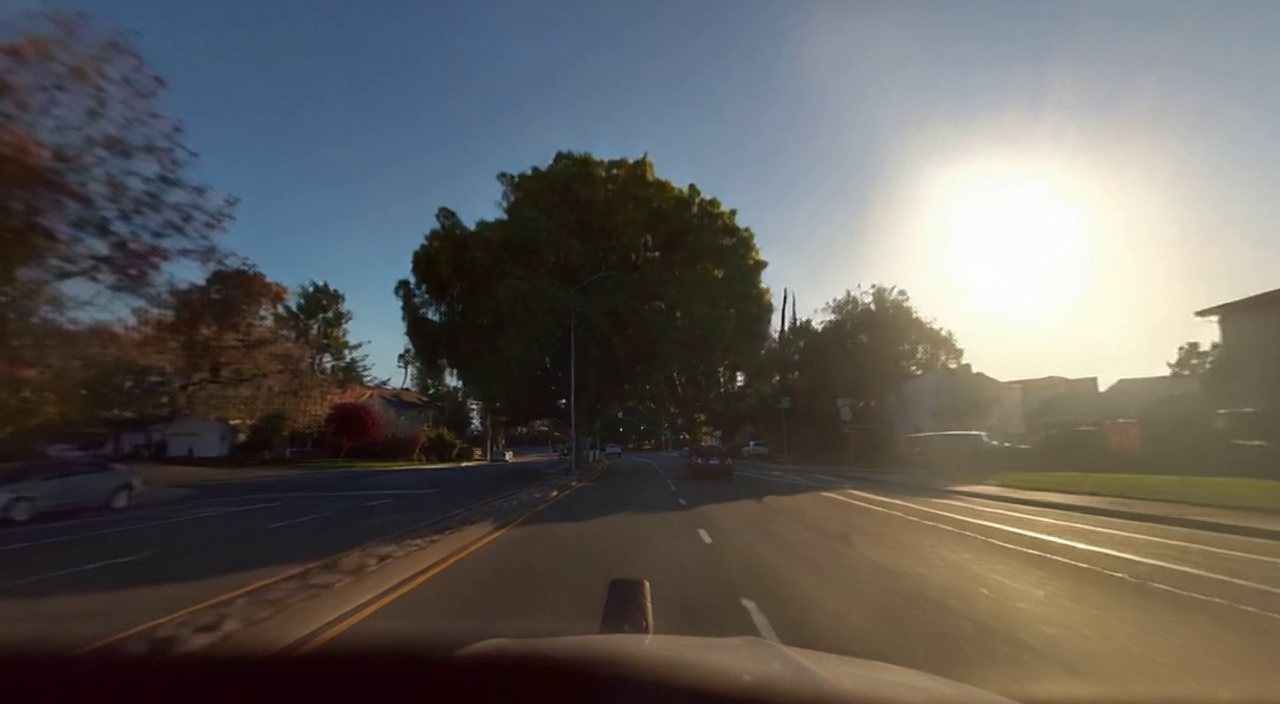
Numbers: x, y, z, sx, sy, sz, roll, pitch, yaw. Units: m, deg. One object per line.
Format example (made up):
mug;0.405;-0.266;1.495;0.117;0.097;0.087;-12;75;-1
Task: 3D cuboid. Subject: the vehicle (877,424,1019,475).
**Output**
vehicle;11.433;3.642;23.636;4.202;1.794;2.063;0;-8;0

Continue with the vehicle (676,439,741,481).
vehicle;2.601;4.216;24.860;1.960;1.479;4.086;0;-8;-2

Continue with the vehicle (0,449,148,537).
vehicle;-12.199;2.634;12.071;1.963;1.524;4.498;0;-8;-1
